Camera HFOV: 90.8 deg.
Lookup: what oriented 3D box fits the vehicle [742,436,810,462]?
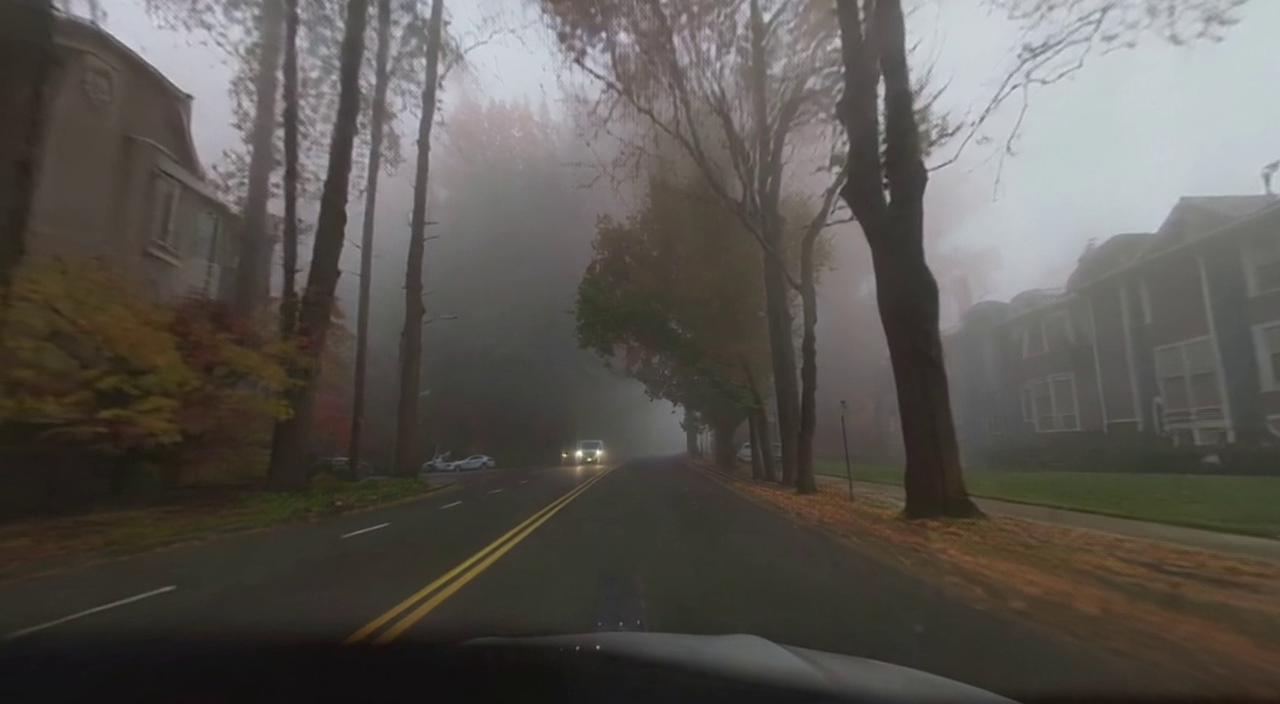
[{"bbox_3d":[9.568,6.856,44.693,4.385,1.612,2.070,-3,-9,5],"label":"vehicle"}]
